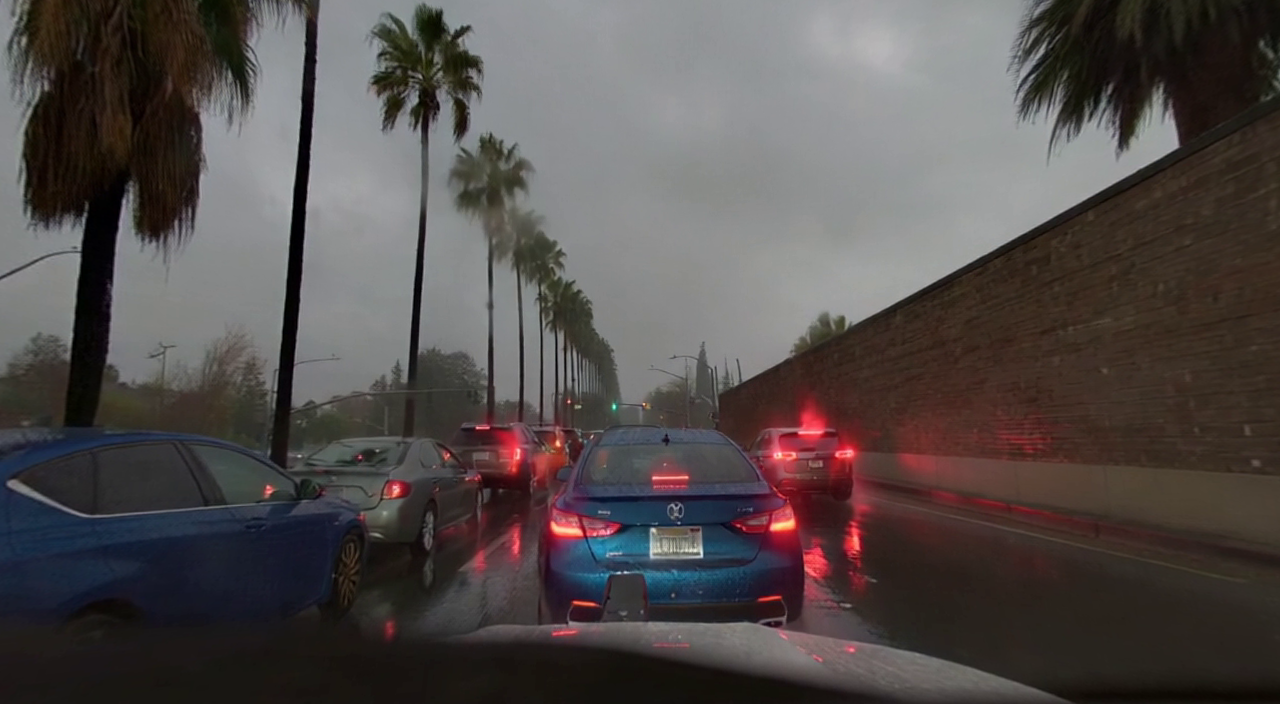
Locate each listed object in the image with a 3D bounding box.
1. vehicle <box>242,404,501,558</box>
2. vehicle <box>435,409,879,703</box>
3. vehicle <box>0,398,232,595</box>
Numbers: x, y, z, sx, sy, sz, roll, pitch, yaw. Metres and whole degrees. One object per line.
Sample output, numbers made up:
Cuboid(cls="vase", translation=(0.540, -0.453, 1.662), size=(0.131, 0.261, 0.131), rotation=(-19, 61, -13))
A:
Cuboid(cls="vehicle", translation=(-3.527, 1.777, 9.295), size=(2.055, 1.746, 4.136), rotation=(0, -8, -1))
Cuboid(cls="vehicle", translation=(0.039, 1.337, 5.215), size=(2.128, 1.473, 4.272), rotation=(0, -8, -1))
Cuboid(cls="vehicle", translation=(-6.670, 1.406, 6.409), size=(1.963, 1.721, 4.662), rotation=(0, -8, -2))
